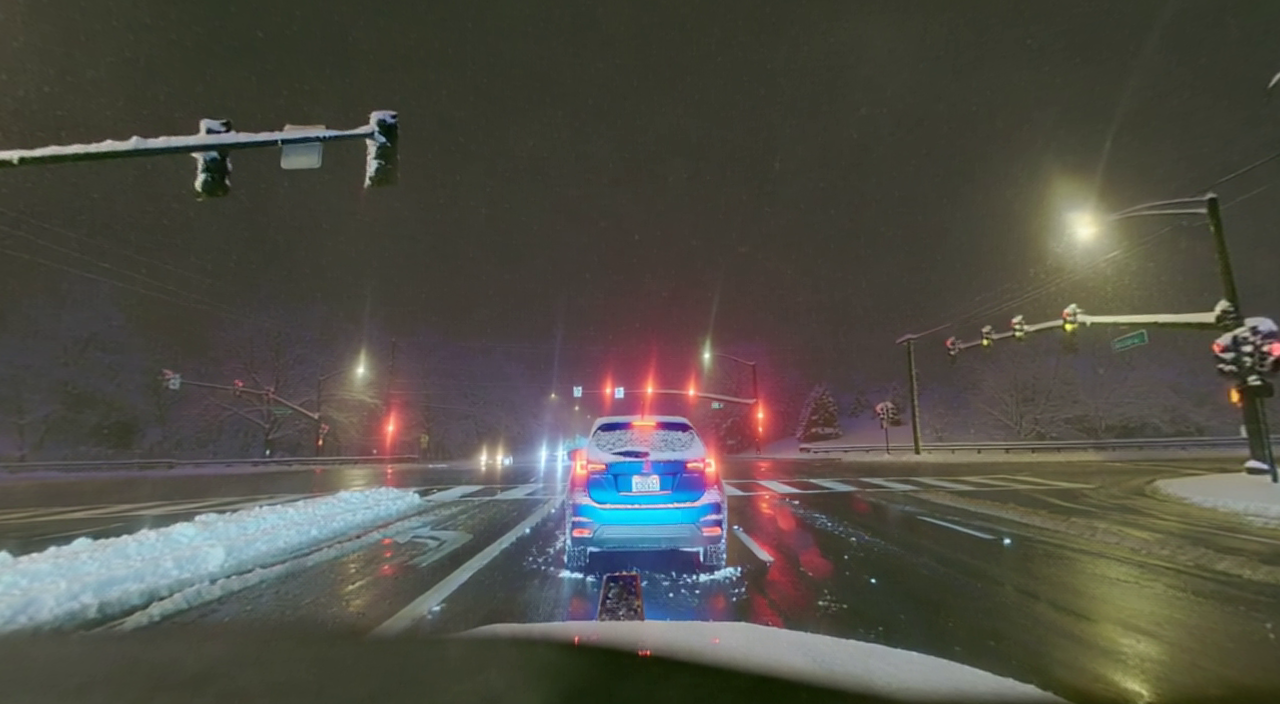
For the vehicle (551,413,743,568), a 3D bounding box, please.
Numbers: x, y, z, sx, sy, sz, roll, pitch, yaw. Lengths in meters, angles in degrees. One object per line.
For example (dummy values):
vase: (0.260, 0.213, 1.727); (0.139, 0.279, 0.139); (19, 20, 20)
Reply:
vehicle: (0.037, 1.755, 8.715); (2.027, 1.626, 3.942); (0, -8, -1)
